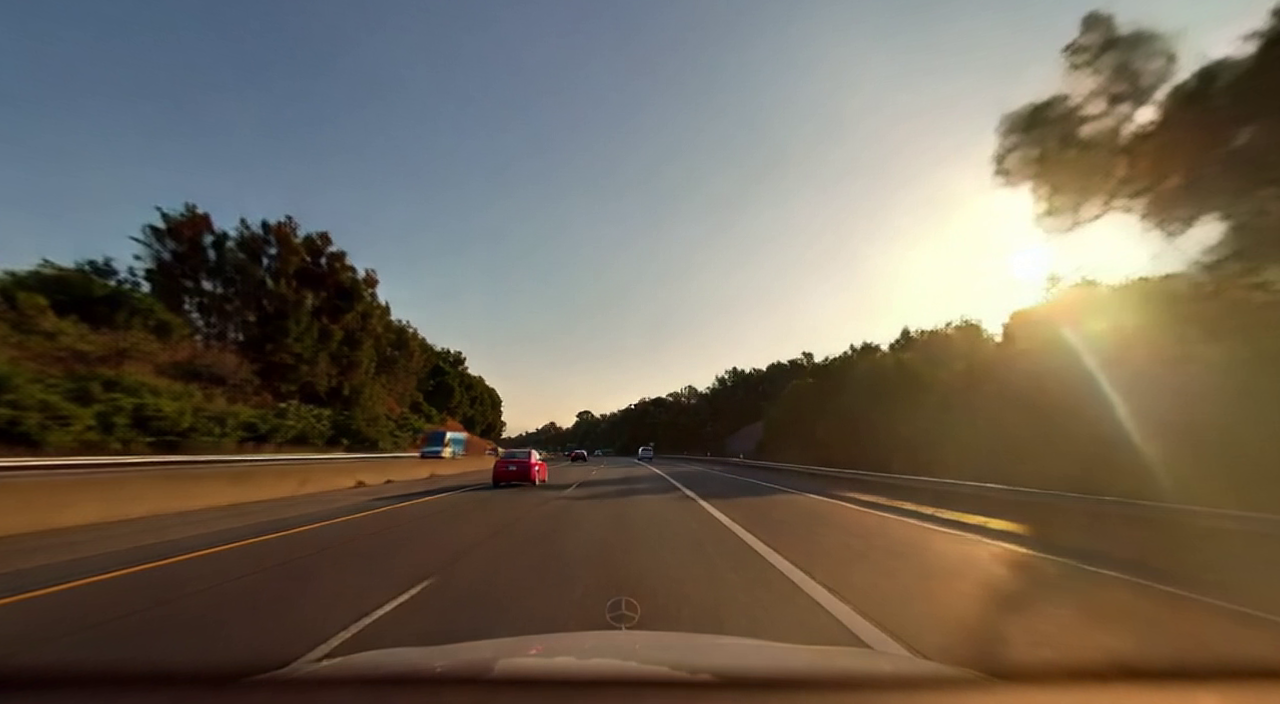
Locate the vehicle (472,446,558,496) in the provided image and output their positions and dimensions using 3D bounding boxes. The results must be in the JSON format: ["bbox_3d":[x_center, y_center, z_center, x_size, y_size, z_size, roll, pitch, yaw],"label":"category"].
[{"bbox_3d":[-4.101,3.963,21.536,1.957,1.499,4.965,0,-9,0],"label":"vehicle"}]

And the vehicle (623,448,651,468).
[{"bbox_3d":[-0.277,8.193,48.895,2.031,1.483,3.417,0,-9,-2],"label":"vehicle"}]
